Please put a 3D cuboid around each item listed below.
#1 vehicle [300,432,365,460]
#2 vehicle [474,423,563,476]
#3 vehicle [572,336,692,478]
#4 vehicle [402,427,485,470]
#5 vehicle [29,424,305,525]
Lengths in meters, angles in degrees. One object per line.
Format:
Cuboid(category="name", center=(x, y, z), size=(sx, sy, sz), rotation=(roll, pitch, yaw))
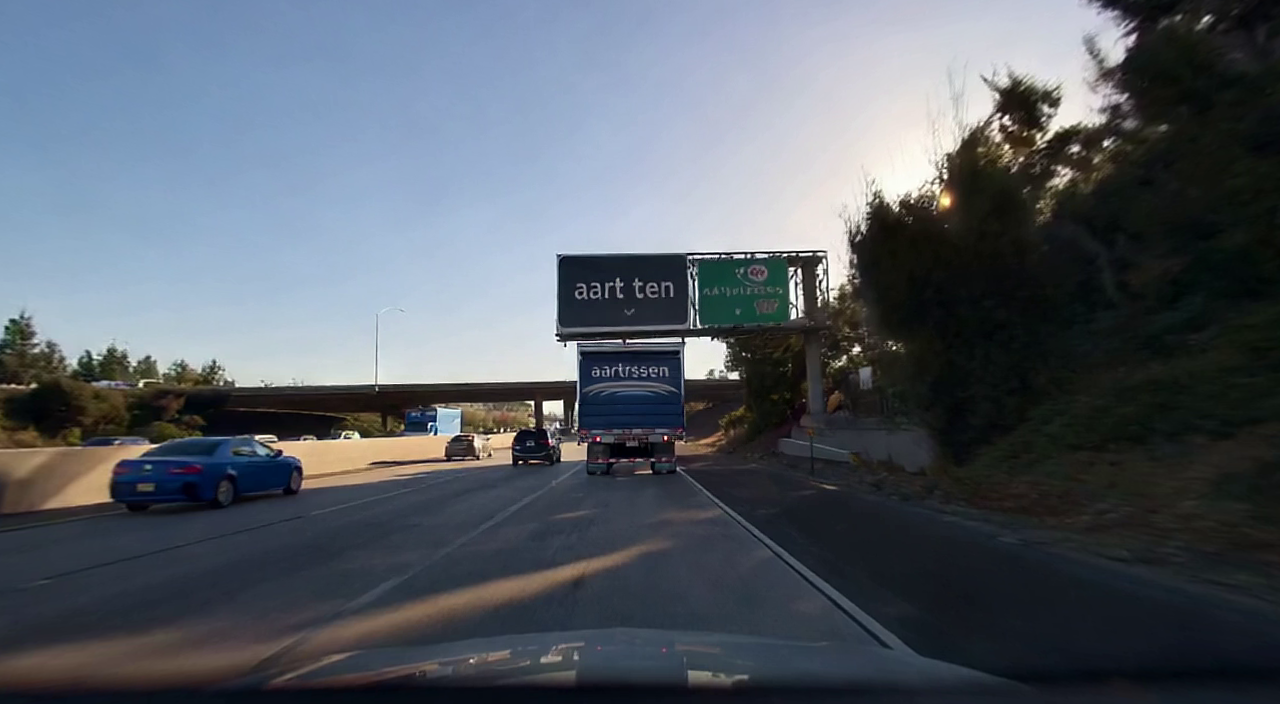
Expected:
Cuboid(category="vehicle", center=(-23.606, 7.189, 48.508), size=(2.265, 2.029, 5.280), rotation=(0, -8, 0))
Cuboid(category="vehicle", center=(-4.164, 3.440, 22.519), size=(2.168, 1.671, 4.888), rotation=(0, -8, 1))
Cuboid(category="vehicle", center=(-0.275, 2.295, 23.581), size=(3.442, 4.106, 10.719), rotation=(0, -8, -1))
Cuboid(category="vehicle", center=(-7.945, 3.938, 25.935), size=(1.981, 1.574, 4.561), rotation=(0, -8, -1))
Cuboid(category="vehicle", center=(-8.115, 2.094, 11.389), size=(1.940, 1.488, 3.976), rotation=(0, -8, -1))
